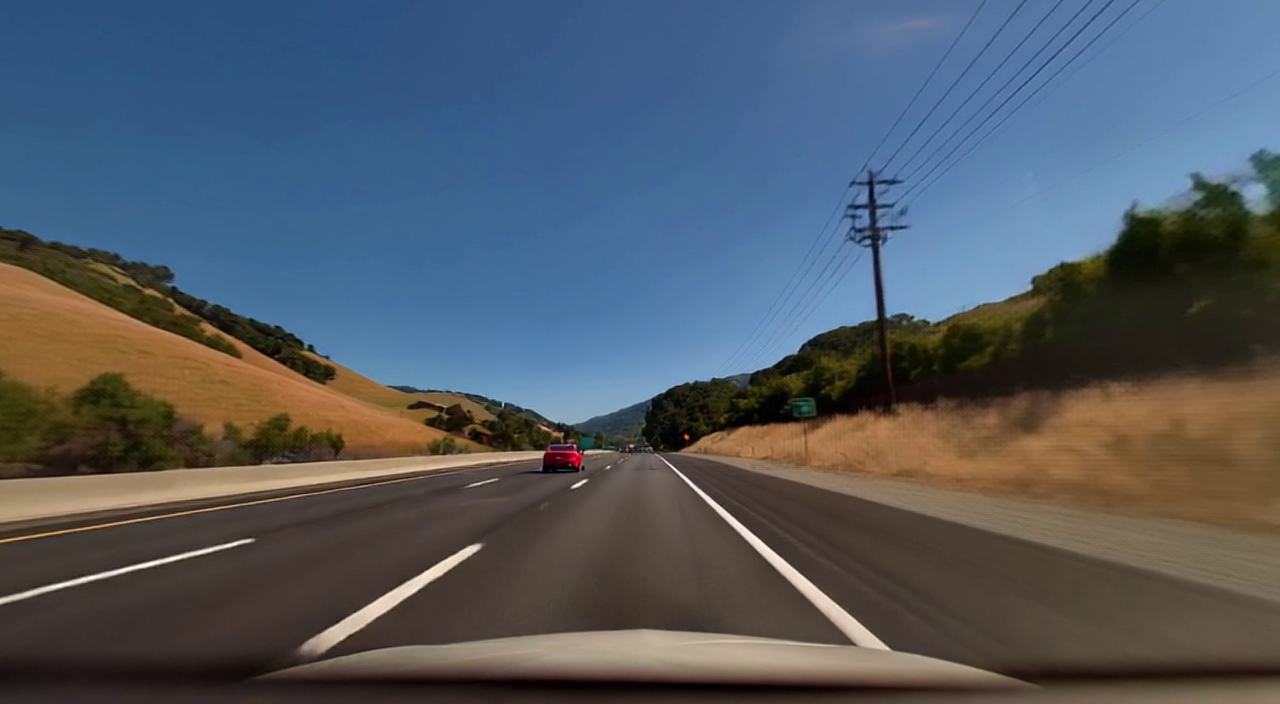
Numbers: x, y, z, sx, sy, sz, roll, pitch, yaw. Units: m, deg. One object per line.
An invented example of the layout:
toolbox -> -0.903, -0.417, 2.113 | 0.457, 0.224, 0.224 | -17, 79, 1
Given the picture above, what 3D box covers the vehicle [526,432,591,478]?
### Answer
vehicle -> -3.484, 4.483, 27.768 | 2.136, 1.845, 4.515 | 0, -8, 2
